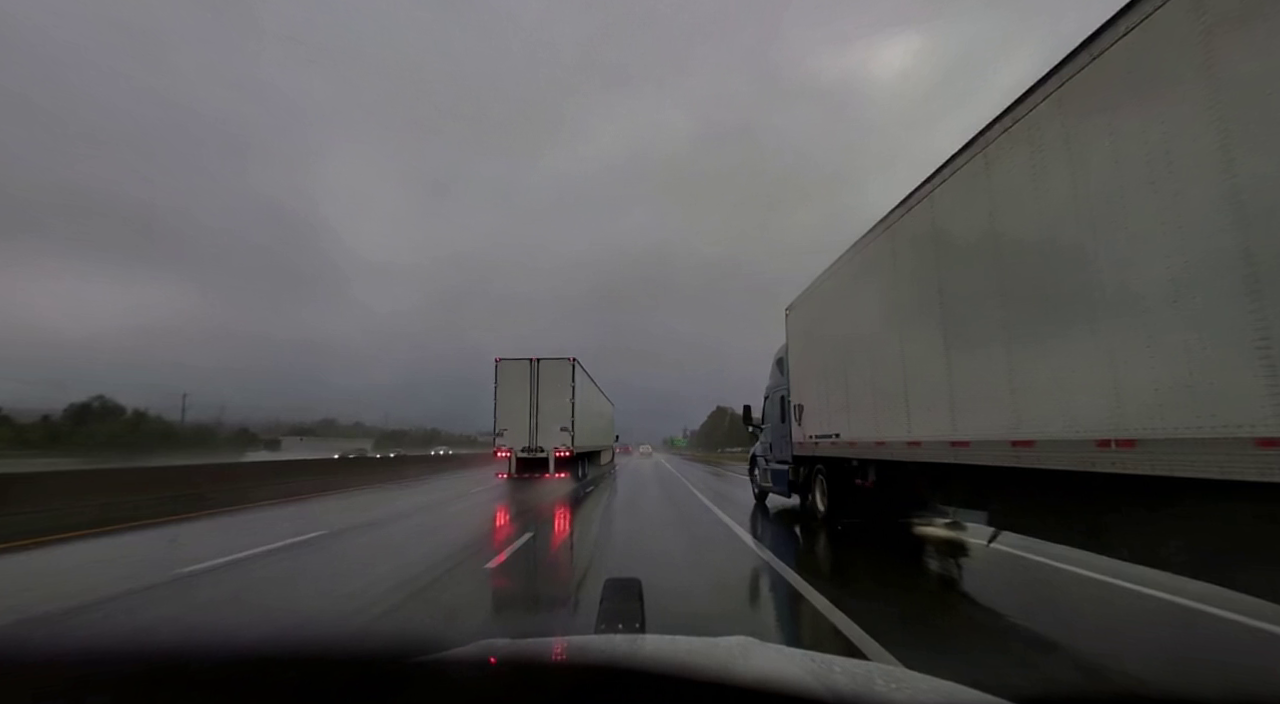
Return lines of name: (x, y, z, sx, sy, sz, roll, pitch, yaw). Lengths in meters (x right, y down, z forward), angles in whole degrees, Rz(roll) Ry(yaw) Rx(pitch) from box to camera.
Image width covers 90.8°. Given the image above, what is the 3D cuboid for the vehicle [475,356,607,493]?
vehicle: (-3.419, 3.362, 27.308, 2.939, 4.132, 16.303, 0, -8, 0)
